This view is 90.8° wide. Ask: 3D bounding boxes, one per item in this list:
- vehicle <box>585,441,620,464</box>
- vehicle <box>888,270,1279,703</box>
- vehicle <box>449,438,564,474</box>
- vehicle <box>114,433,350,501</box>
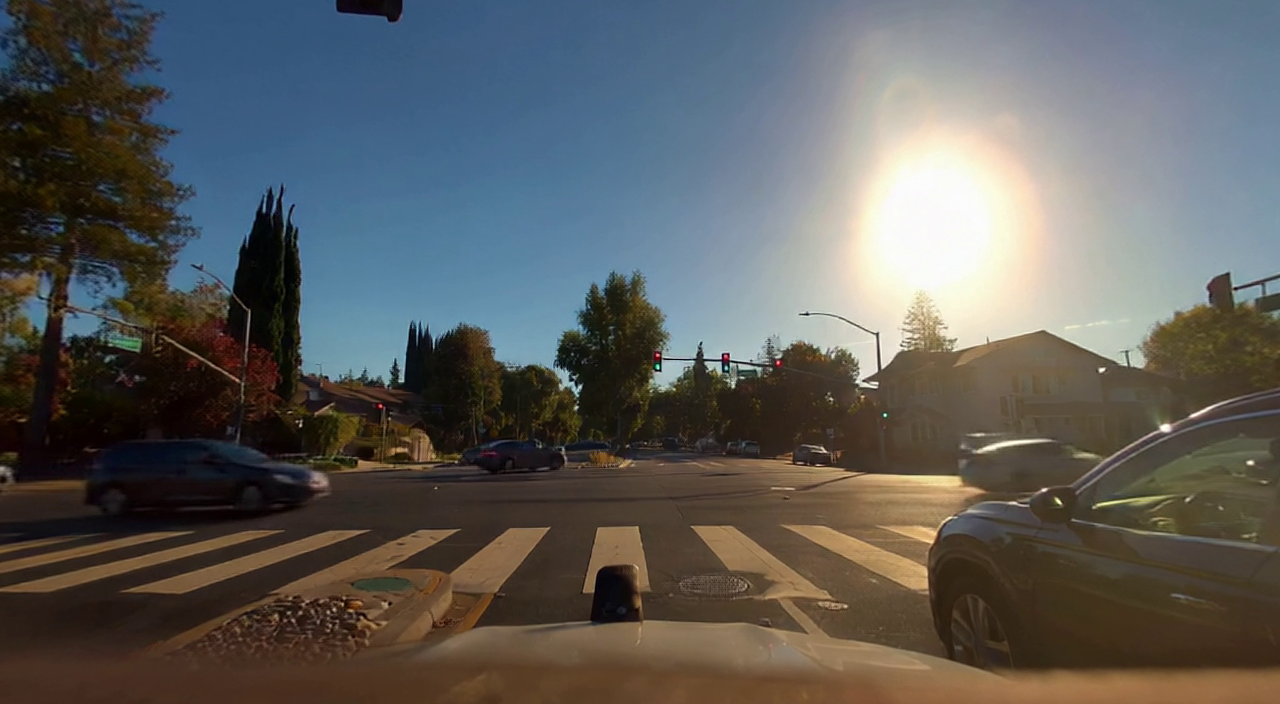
[{"bbox_3d":[-2.440,6.705,42.287,2.046,1.491,4.118,0,-9,1],"label":"vehicle"},{"bbox_3d":[2.705,0.713,1.732,2.085,1.800,4.908,0,-9,1],"label":"vehicle"},{"bbox_3d":[-6.014,4.673,28.592,4.689,1.490,1.920,5,-10,-31],"label":"vehicle"},{"bbox_3d":[-10.293,2.925,16.237,4.680,1.620,1.943,0,-9,0],"label":"vehicle"}]
